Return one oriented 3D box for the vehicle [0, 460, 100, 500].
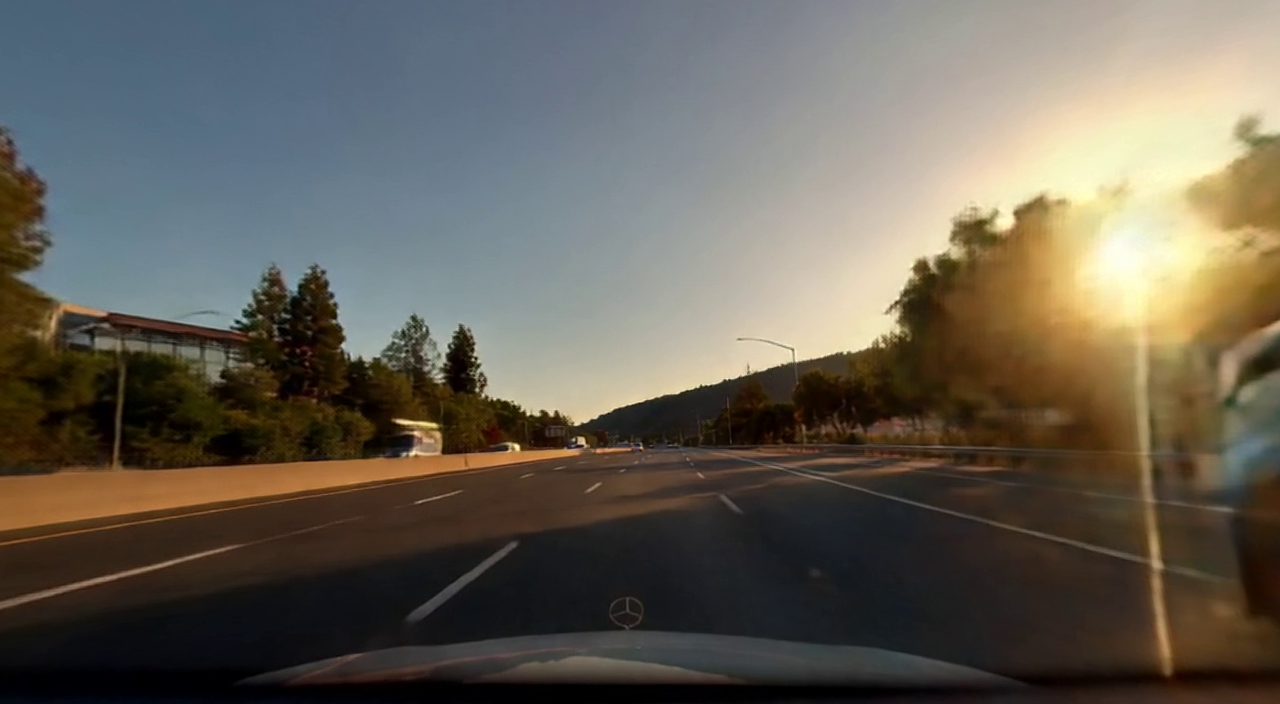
[{"bbox_3d":[-25.457,5.288,26.356,1.777,1.428,4.404,0,-8,2],"label":"vehicle"}]
